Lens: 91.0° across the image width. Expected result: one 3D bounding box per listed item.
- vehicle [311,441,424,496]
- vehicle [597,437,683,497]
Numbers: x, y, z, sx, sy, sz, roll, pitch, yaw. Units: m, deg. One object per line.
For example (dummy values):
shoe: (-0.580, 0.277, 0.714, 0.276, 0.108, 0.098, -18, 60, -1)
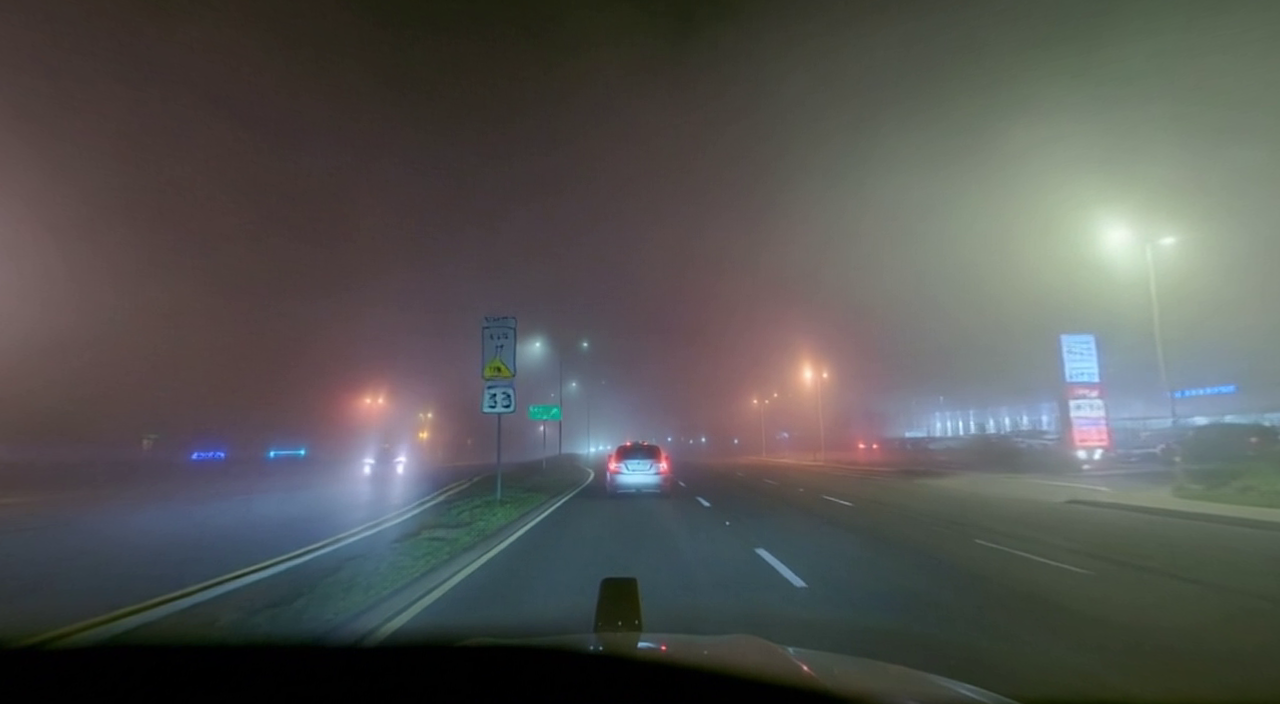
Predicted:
vehicle: (-9.098, 3.874, 21.424, 1.903, 1.476, 4.395, -6, -8, -1)
vehicle: (-0.042, 3.138, 17.581, 2.126, 1.475, 3.967, 0, -8, -1)
